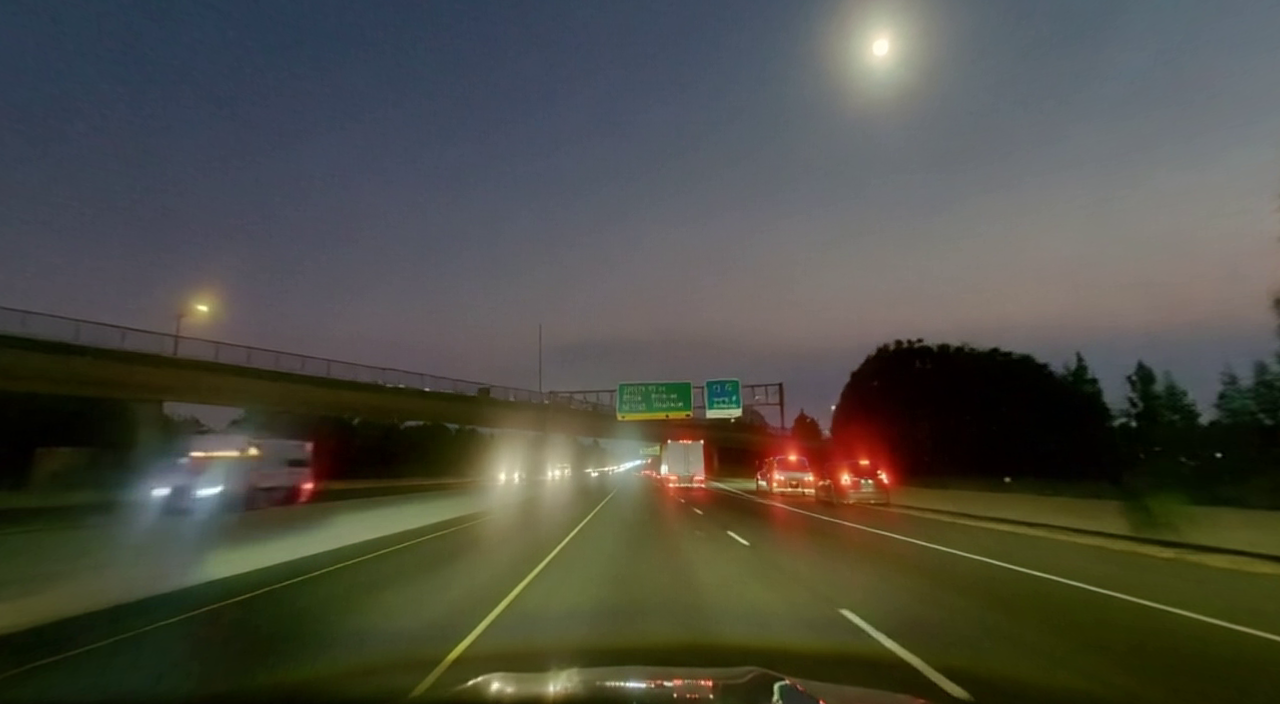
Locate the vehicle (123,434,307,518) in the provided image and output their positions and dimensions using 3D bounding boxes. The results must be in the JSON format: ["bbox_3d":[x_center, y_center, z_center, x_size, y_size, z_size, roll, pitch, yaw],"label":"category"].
[{"bbox_3d":[-15.701,4.684,24.041,2.236,2.675,6.724,1,-10,0],"label":"vehicle"}]
